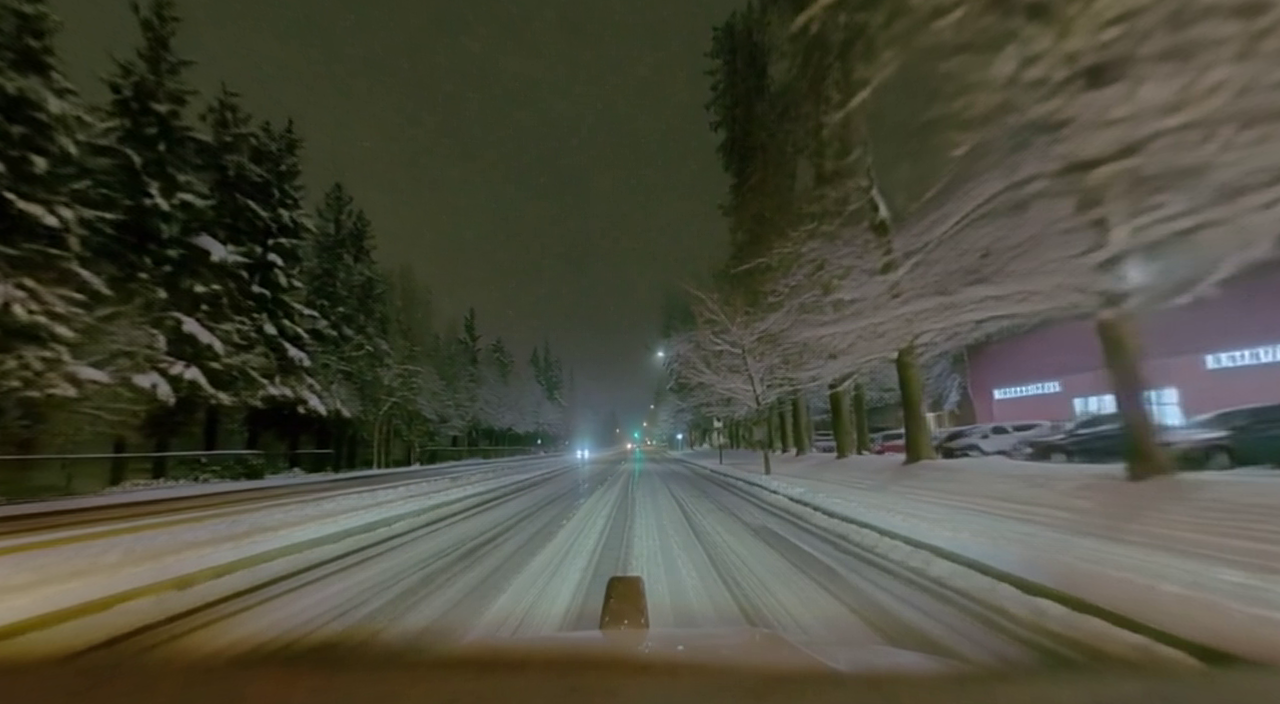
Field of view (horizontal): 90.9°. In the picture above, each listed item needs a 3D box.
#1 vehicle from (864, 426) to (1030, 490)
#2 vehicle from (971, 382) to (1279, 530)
[{"bbox_3d":[8.064,2.834,17.209,1.993,1.476,4.821,0,-8,-2],"label":"vehicle"},{"bbox_3d":[8.051,1.701,10.693,2.235,1.899,4.827,-1,-8,0],"label":"vehicle"}]
